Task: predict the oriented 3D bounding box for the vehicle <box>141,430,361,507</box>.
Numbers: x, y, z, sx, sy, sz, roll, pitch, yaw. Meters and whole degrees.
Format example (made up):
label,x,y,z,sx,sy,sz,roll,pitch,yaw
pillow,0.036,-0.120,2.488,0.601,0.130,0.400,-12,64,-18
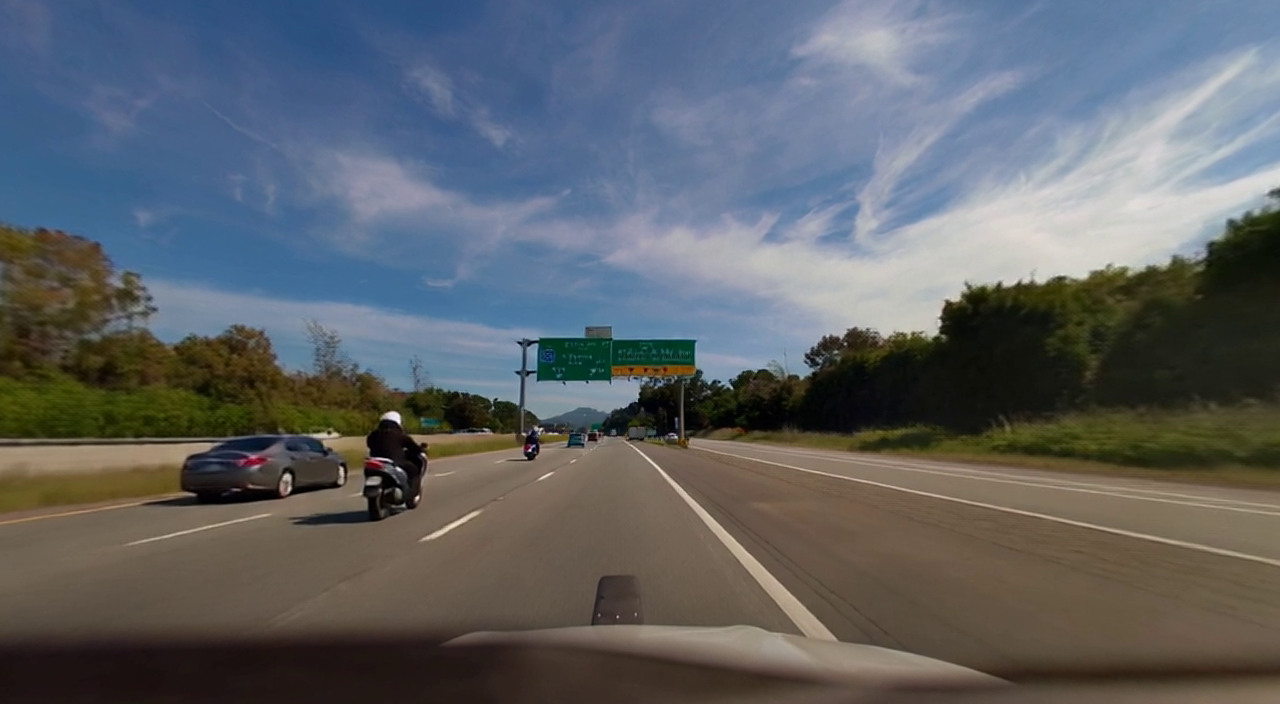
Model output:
label,x,y,z,sx,sy,sz,roll,pitch,yaw
vehicle,-8.308,2.486,14.141,2.053,1.409,4.704,0,-8,-2
